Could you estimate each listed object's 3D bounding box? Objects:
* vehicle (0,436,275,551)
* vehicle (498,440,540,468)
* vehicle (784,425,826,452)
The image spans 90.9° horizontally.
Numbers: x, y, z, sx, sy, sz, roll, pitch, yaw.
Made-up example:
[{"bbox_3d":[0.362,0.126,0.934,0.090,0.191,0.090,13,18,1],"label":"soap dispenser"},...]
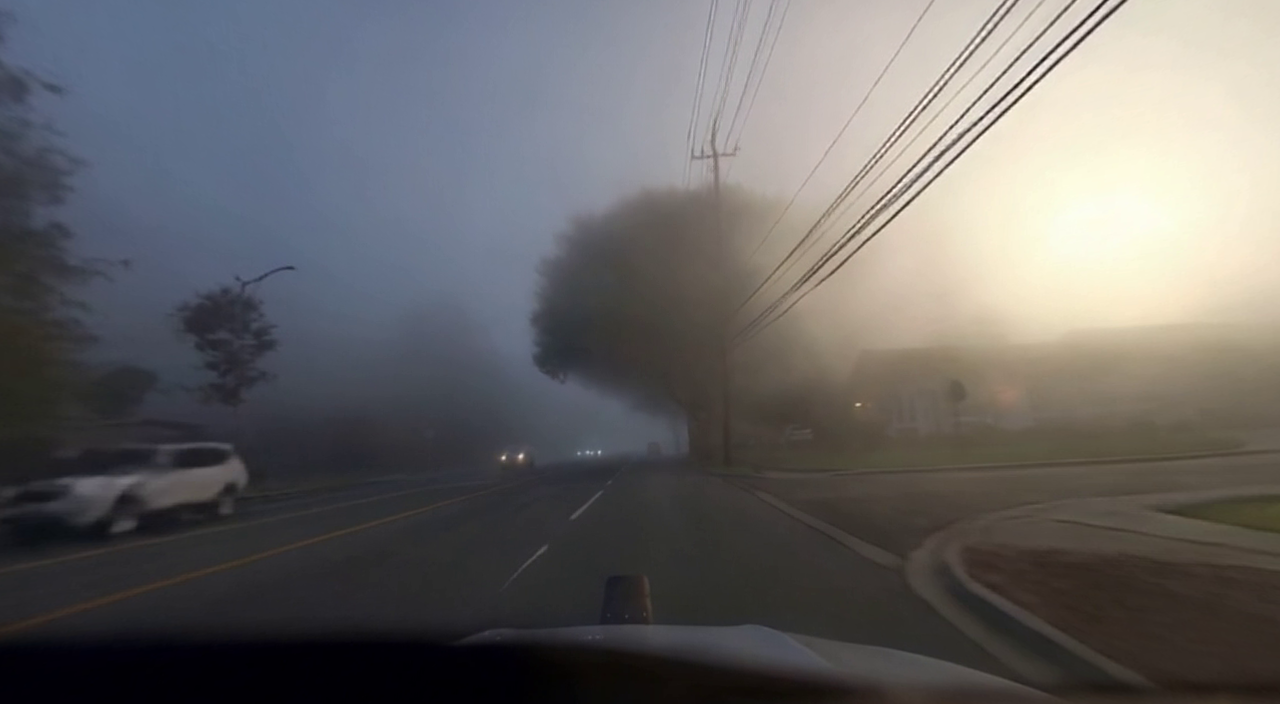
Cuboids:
[{"bbox_3d":[-9.281,2.493,11.875,2.003,1.719,4.489,-1,-9,2],"label":"vehicle"},{"bbox_3d":[-8.713,7.356,45.696,2.057,1.865,4.626,0,-9,1],"label":"vehicle"},{"bbox_3d":[11.097,5.873,42.505,1.737,1.633,3.268,3,-11,-4],"label":"vehicle"}]
